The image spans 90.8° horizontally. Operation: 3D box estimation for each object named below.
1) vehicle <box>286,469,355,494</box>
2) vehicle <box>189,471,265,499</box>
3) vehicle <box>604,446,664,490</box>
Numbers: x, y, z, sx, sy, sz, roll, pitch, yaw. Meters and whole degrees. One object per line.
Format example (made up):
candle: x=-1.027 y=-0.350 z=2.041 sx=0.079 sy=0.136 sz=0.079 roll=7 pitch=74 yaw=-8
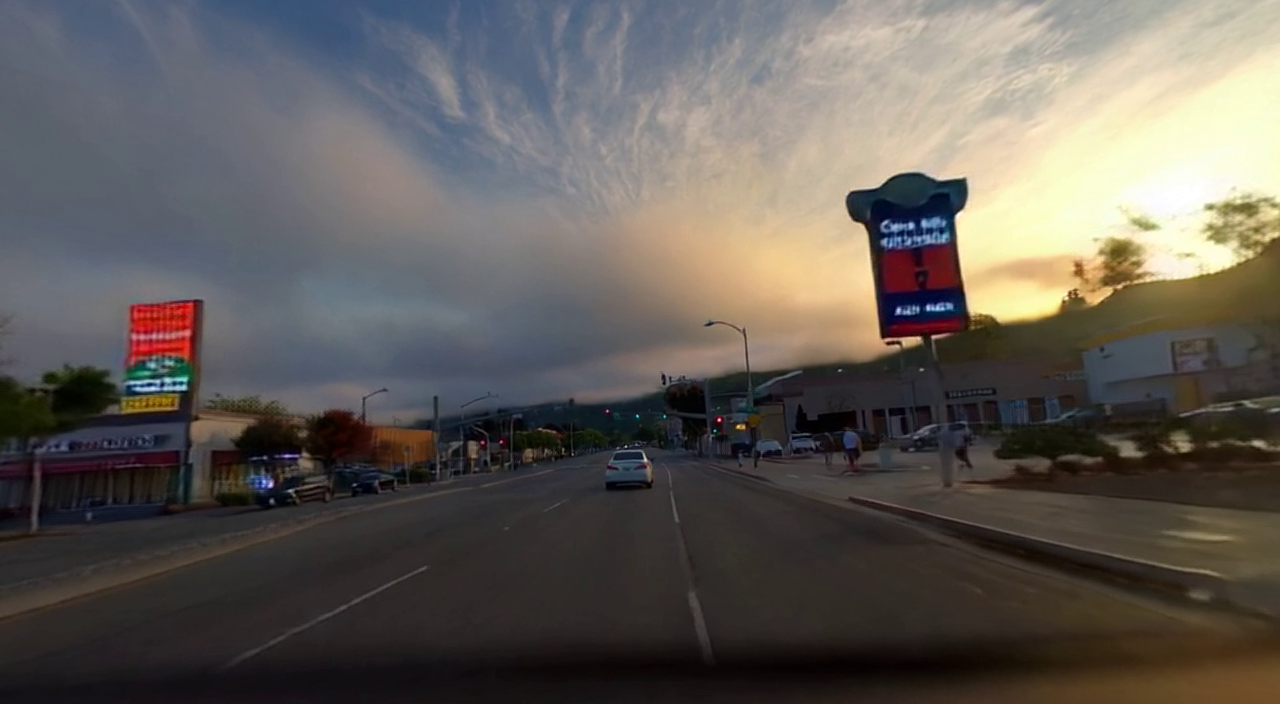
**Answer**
vehicle: x=-24.085 y=9.719 z=47.680 sx=4.310 sy=1.663 sz=1.881 roll=6 pitch=-10 yaw=-34
vehicle: x=-29.419 y=9.419 z=45.006 sx=4.261 sy=1.756 sz=1.915 roll=6 pitch=-11 yaw=-38
vehicle: x=-0.128 y=4.246 z=23.495 sx=1.977 sy=1.451 sz=4.032 roll=-1 pitch=-8 yaw=3
